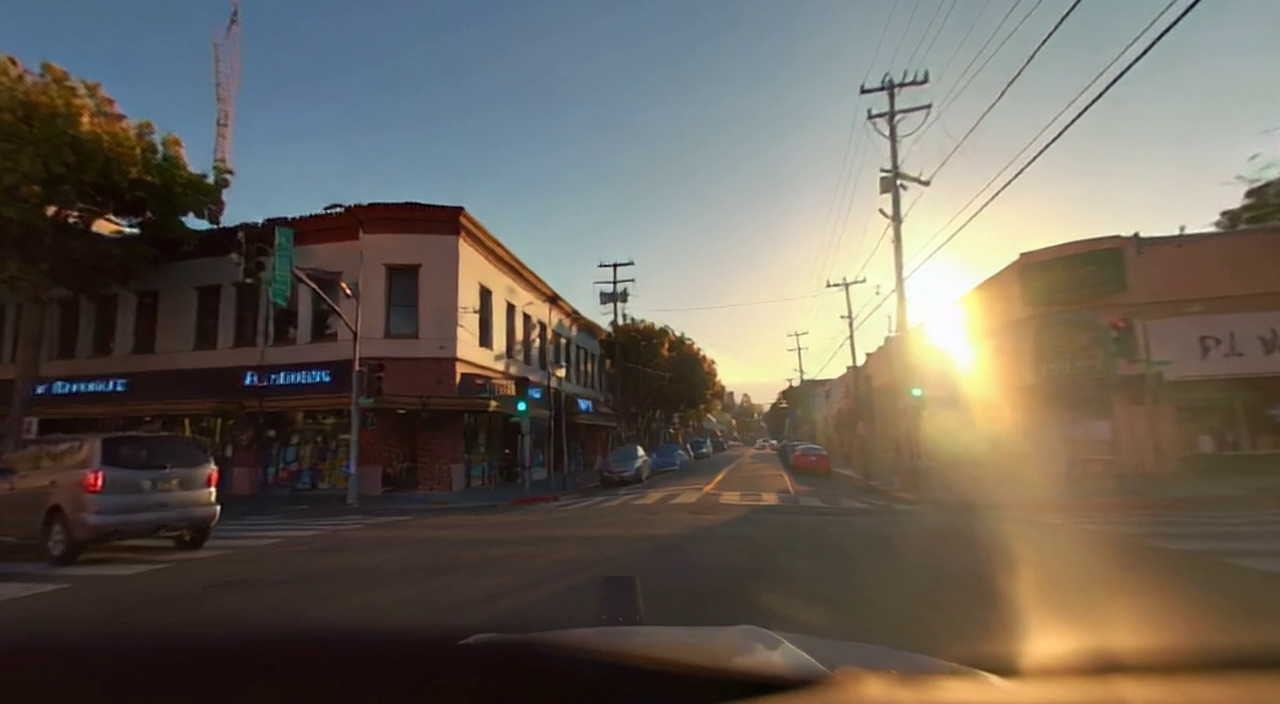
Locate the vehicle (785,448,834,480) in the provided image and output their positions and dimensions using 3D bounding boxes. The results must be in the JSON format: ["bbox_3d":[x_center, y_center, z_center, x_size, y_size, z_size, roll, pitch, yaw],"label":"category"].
[{"bbox_3d":[8.689,5.742,32.669,2.062,1.526,3.989,-2,-8,10],"label":"vehicle"}]

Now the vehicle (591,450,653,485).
[{"bbox_3d":[-0.836,5.895,32.474,2.179,1.596,4.286,-2,-8,12],"label":"vehicle"}]

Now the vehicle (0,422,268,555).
[{"bbox_3d":[-9.308,2.268,11.243,4.611,1.882,2.440,-5,-9,27],"label":"vehicle"}]
